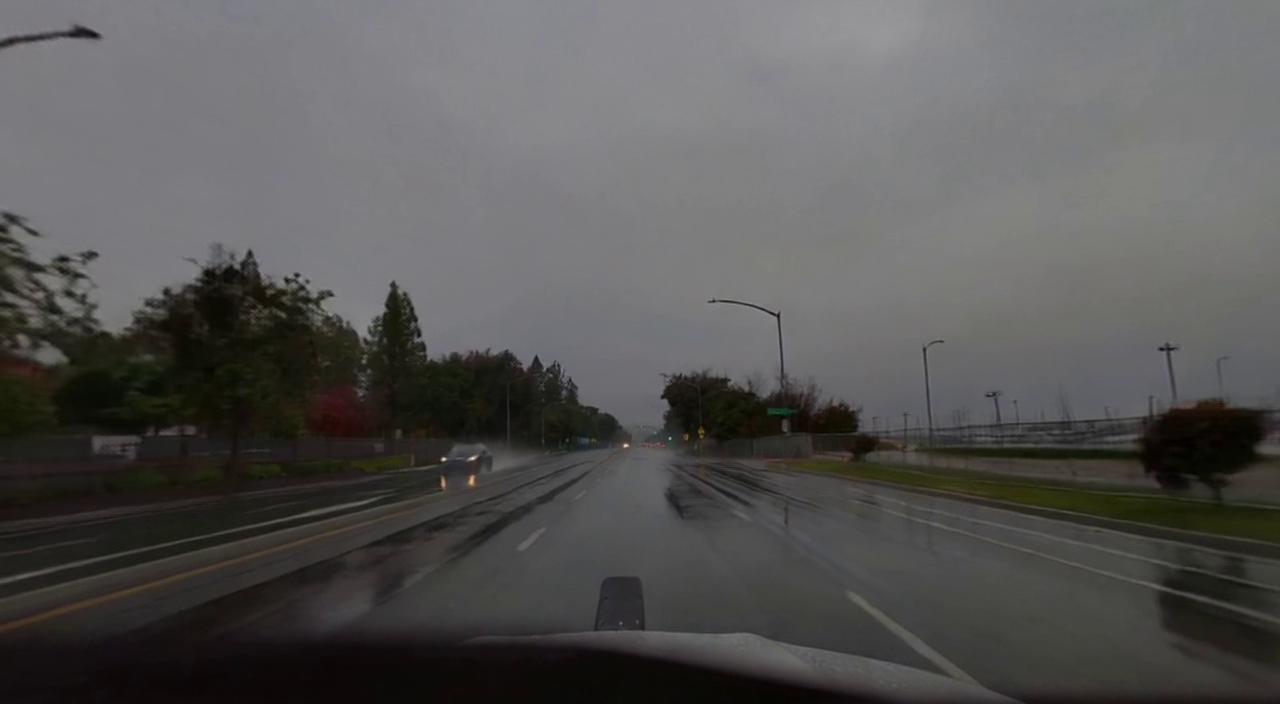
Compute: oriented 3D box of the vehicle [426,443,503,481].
[{"bbox_3d":[-7.543,4.762,27.655,2.055,1.478,4.842,0,-8,-1],"label":"vehicle"}]
